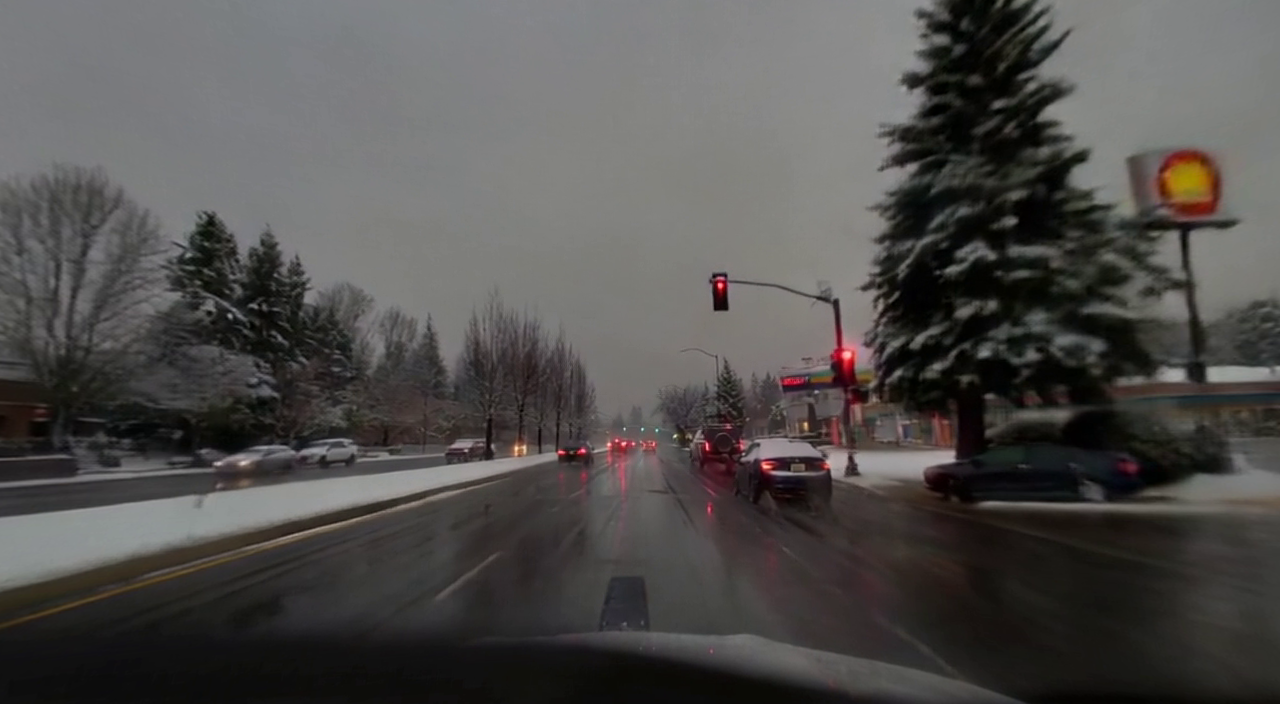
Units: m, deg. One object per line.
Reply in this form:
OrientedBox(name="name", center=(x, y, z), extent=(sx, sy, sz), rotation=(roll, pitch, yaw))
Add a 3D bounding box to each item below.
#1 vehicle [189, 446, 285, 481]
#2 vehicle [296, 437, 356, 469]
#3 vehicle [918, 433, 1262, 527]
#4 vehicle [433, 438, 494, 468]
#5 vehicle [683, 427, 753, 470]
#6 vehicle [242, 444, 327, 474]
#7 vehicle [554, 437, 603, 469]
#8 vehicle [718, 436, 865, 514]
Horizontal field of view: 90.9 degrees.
OrientedBox(name="vehicle", center=(-21.256, 5.882, 33.476), extent=(1.957, 1.702, 4.544), rotation=(0, -8, 2))
OrientedBox(name="vehicle", center=(-24.282, 7.835, 48.979), extent=(2.254, 2.335, 4.297), rotation=(0, -8, 2))
OrientedBox(name="vehicle", center=(7.608, 2.197, 11.269), extent=(4.514, 1.425, 1.937), rotation=(-2, -9, 15))
OrientedBox(name="vehicle", center=(-11.098, 6.418, 40.091), extent=(2.141, 1.751, 5.451), rotation=(0, -8, 1))
OrientedBox(name="vehicle", center=(4.256, 5.450, 35.769), extent=(3.245, 2.199, 6.295), rotation=(0, -8, 1))
OrientedBox(name="vehicle", center=(-24.293, 7.304, 43.398), extent=(2.341, 1.896, 5.876), rotation=(0, -8, 1))
OrientedBox(name="vehicle", center=(-3.446, 5.752, 35.983), extent=(2.250, 1.713, 4.422), rotation=(0, -8, 1))
OrientedBox(name="vehicle", center=(3.189, 2.711, 14.433), extent=(2.095, 1.475, 4.686), rotation=(0, -8, -1))
